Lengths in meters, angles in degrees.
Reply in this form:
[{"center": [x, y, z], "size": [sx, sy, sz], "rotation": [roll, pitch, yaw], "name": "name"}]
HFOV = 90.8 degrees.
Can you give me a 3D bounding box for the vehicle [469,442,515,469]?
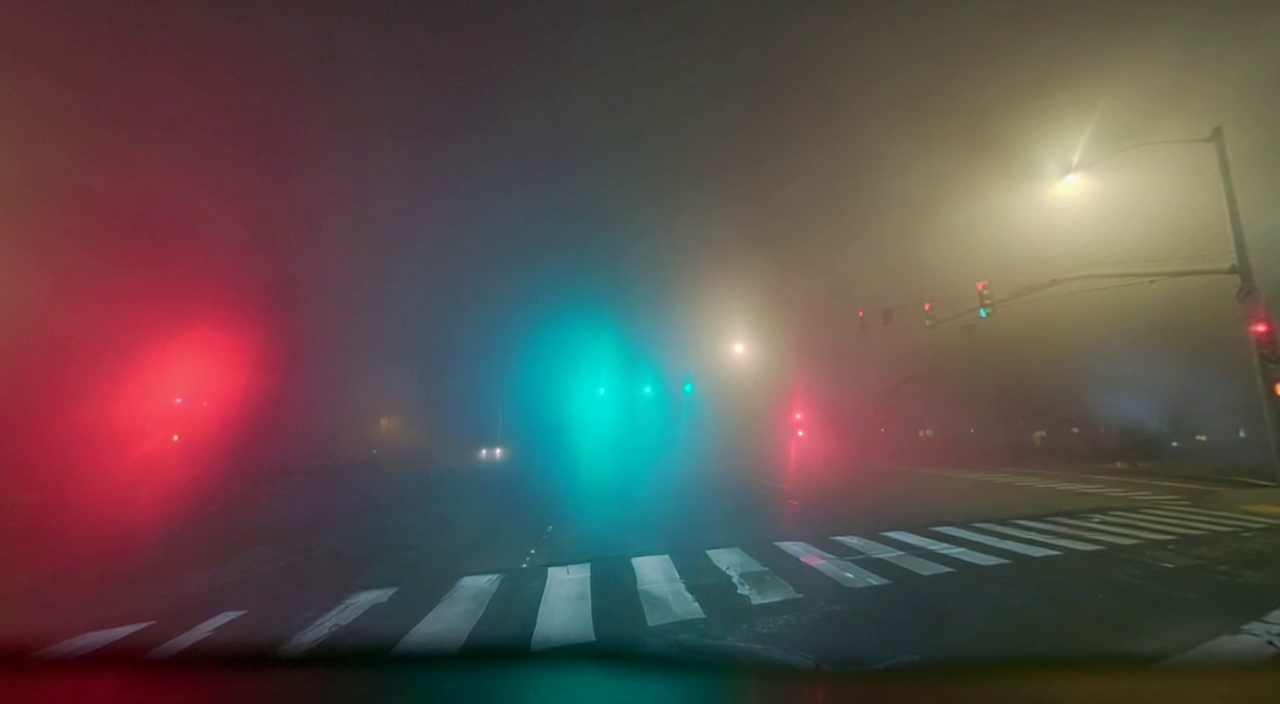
[{"center": [-9.728, 6.800, 41.791], "size": [1.988, 1.692, 4.412], "rotation": [0, -8, 0], "name": "vehicle"}]
